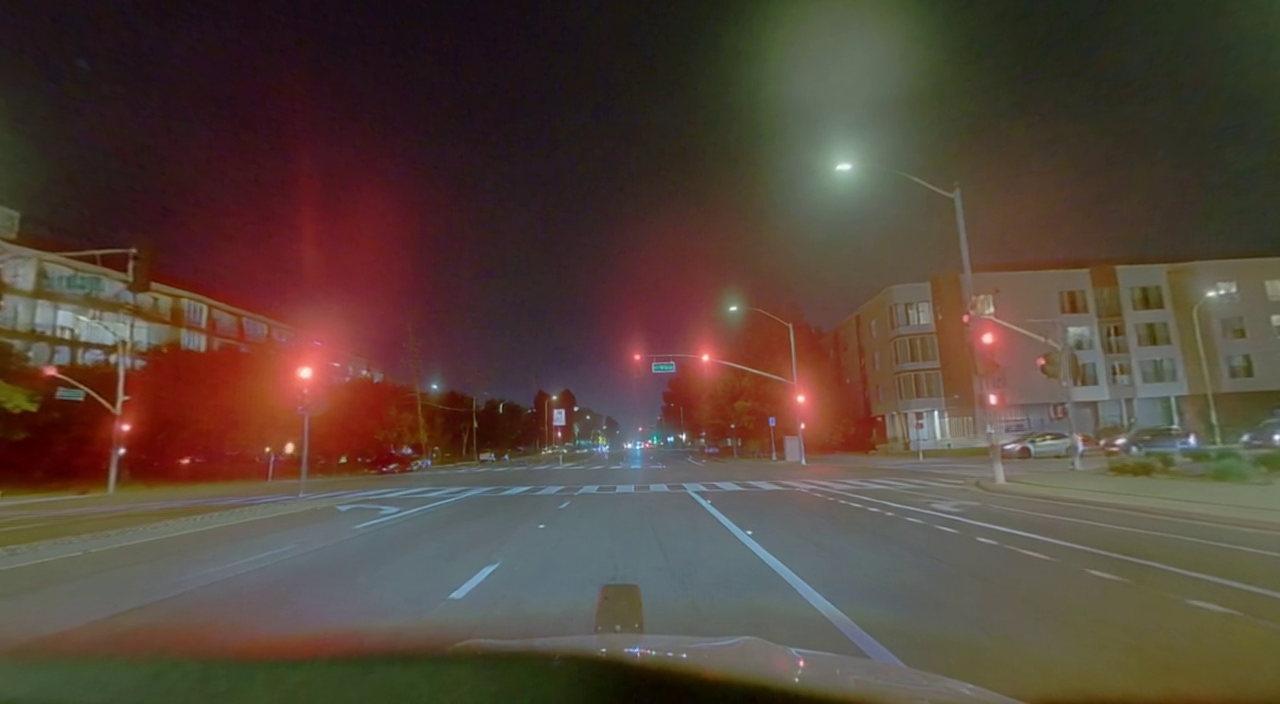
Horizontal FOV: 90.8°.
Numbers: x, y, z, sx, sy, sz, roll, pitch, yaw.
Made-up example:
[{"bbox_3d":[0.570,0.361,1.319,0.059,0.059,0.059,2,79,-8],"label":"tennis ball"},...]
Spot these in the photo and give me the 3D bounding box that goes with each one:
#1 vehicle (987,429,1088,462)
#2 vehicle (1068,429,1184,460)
[{"bbox_3d":[22.038,5.216,35.092,4.323,1.746,1.872,0,-9,-3],"label":"vehicle"},{"bbox_3d":[27.298,5.226,35.567,4.910,1.644,2.032,0,-9,-4],"label":"vehicle"}]
